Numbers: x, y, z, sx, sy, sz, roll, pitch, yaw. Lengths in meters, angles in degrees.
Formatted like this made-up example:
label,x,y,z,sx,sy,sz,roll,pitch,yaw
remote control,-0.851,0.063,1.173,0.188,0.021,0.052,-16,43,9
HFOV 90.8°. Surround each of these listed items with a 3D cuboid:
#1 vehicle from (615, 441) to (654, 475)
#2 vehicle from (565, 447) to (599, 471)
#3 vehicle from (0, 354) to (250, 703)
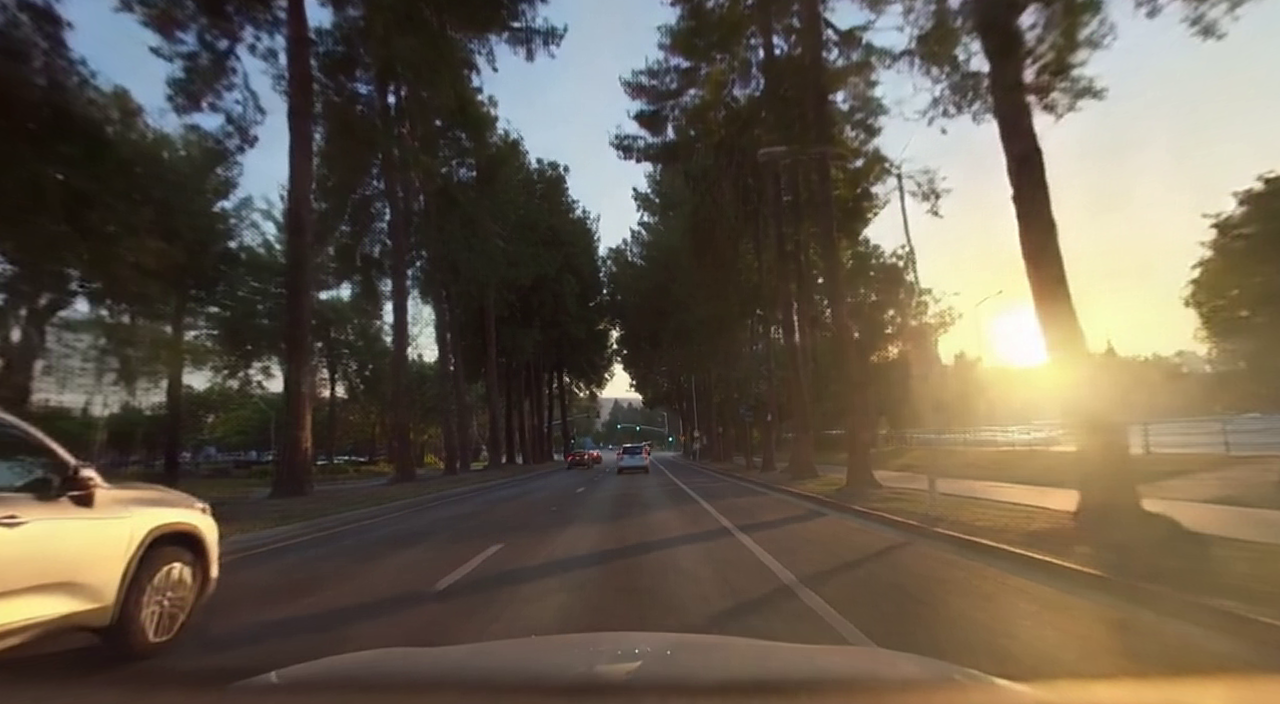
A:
label,x,y,z,sx,sy,sz,roll,pitch,yaw
vehicle,-0.319,5.823,34.847,2.018,1.769,3.897,0,-9,0
vehicle,-3.959,7.383,43.694,1.936,1.538,4.016,0,-9,0
vehicle,-4.031,0.830,2.668,1.860,1.741,4.479,0,-9,0
